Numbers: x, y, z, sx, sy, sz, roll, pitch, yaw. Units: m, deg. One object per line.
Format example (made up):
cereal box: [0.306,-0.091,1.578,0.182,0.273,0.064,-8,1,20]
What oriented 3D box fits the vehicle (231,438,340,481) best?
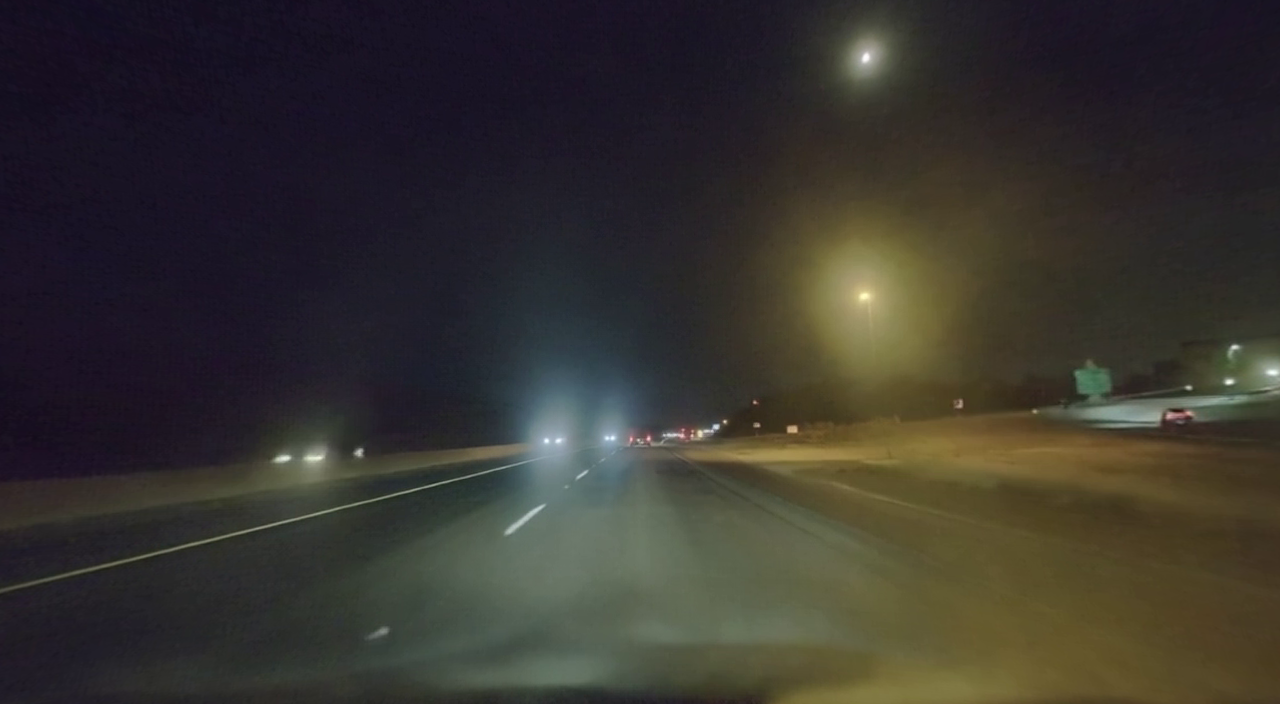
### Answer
vehicle: [-13.837,4.175,24.860,1.902,1.526,4.123,0,-8,0]
